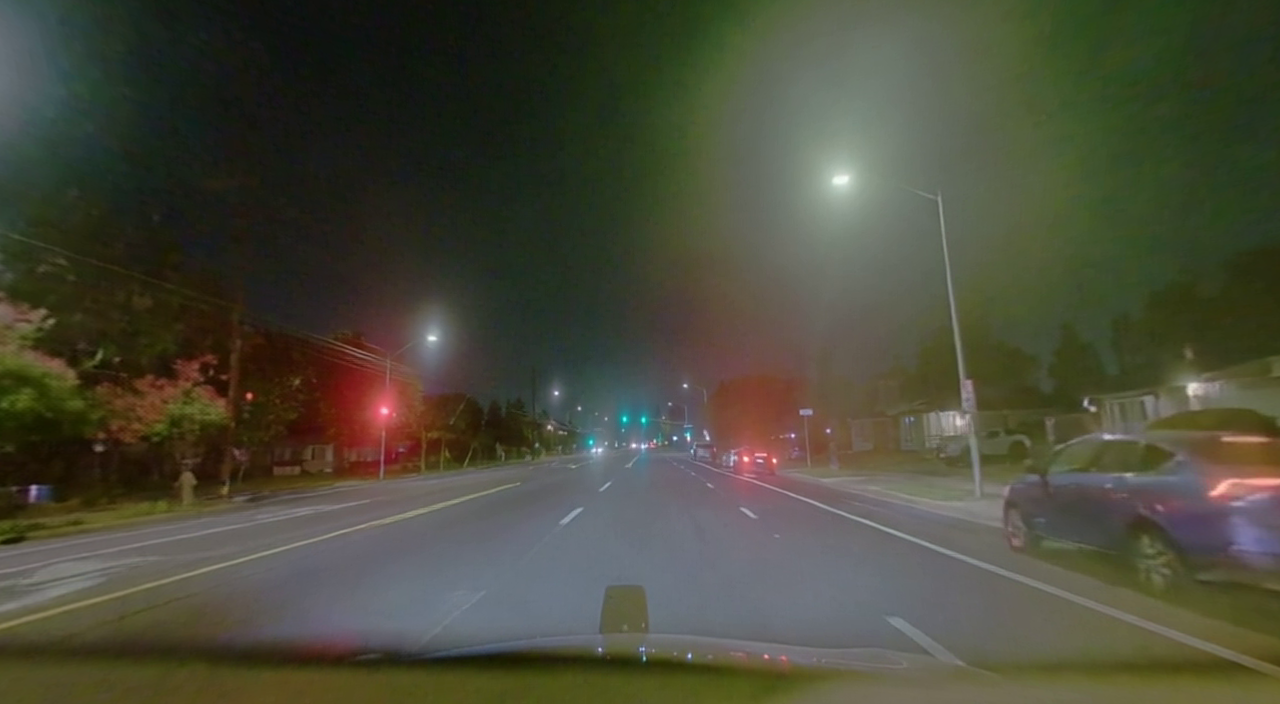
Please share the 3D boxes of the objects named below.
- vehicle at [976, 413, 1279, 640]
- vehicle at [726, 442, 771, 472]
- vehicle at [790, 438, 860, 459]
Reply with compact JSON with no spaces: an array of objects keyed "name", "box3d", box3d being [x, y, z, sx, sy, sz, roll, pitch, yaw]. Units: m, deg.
[{"name":"vehicle","box3d":[5.490,1.509,6.415,1.950,1.567,4.083,0,-8,2]},{"name":"vehicle","box3d":[5.947,5.797,35.089,1.855,1.520,4.808,0,-8,2]},{"name":"vehicle","box3d":[13.175,6.872,45.084,4.461,1.461,1.805,0,-8,0]}]
